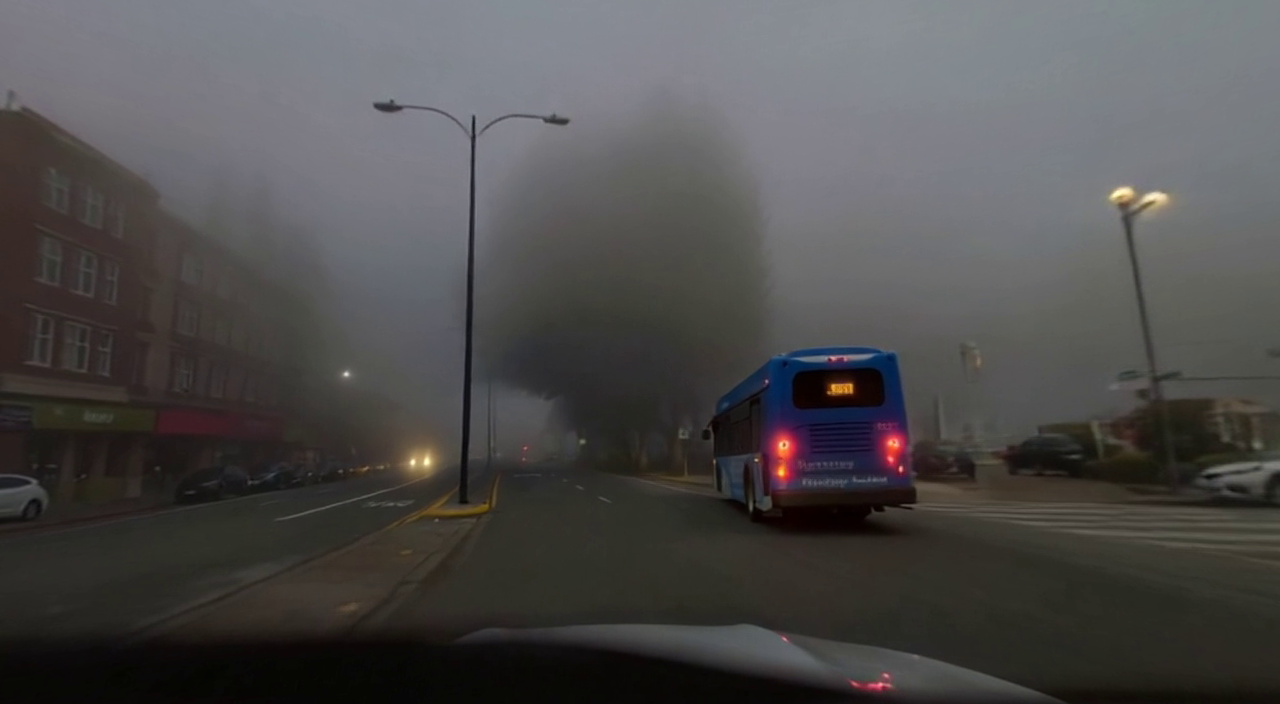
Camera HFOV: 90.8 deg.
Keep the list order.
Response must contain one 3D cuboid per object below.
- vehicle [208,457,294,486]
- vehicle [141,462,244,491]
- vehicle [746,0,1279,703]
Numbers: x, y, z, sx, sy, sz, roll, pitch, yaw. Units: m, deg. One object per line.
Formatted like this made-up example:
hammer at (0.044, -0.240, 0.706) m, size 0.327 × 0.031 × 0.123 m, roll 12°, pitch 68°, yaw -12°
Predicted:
vehicle at (-26.025, 7.990, 42.359) m, size 4.392 × 1.800 × 1.902 m, roll 1°, pitch -9°, yaw -7°
vehicle at (-26.297, 7.312, 37.313) m, size 4.592 × 1.474 × 1.880 m, roll 4°, pitch -9°, yaw -26°
vehicle at (3.301, 0.288, 3.892) m, size 3.194 × 3.345 × 12.428 m, roll 0°, pitch -9°, yaw 0°
